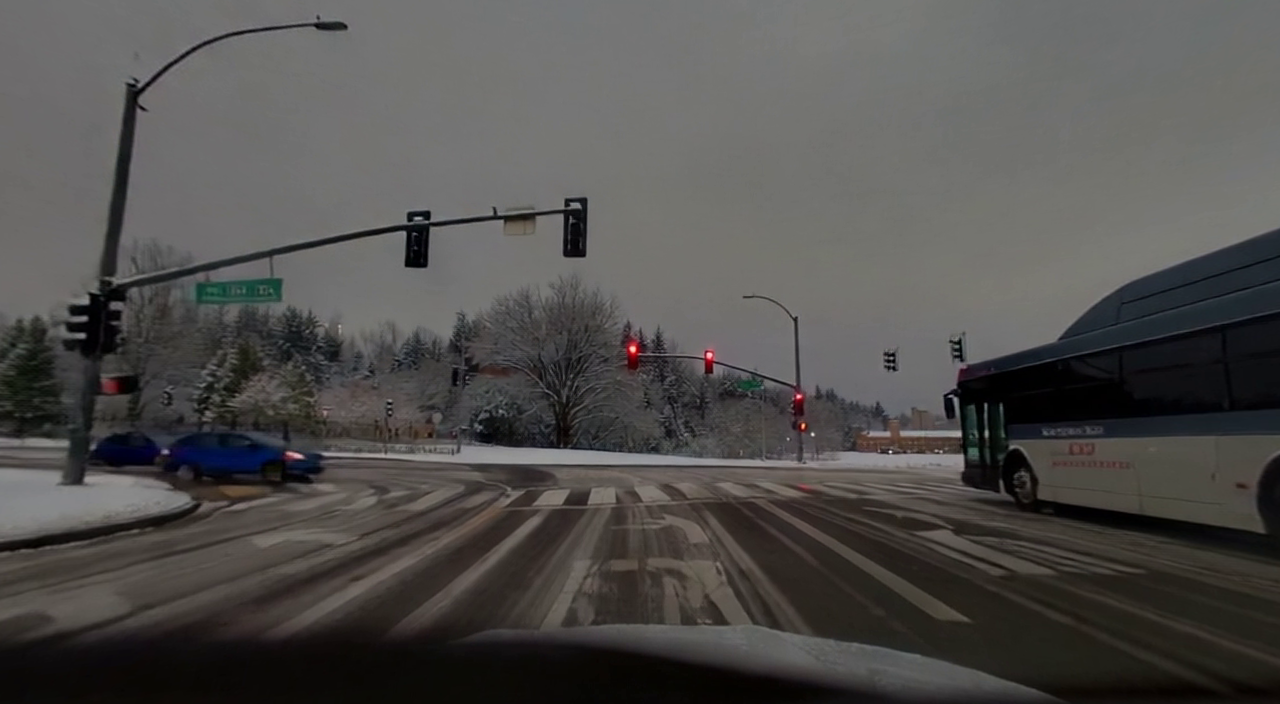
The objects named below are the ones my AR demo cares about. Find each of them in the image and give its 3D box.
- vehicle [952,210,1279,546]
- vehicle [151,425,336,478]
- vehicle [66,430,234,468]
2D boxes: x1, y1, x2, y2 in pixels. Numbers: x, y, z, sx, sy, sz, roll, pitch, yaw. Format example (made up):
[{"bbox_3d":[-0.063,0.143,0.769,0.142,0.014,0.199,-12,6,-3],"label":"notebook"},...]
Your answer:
[{"bbox_3d":[9.404,0.707,10.170,2.916,4.009,13.397,0,-9,5],"label":"vehicle"},{"bbox_3d":[-13.511,3.462,21.910,5.014,1.675,1.906,3,-9,-18],"label":"vehicle"},{"bbox_3d":[-20.684,4.143,26.920,5.203,1.488,1.907,3,-9,-19],"label":"vehicle"}]
